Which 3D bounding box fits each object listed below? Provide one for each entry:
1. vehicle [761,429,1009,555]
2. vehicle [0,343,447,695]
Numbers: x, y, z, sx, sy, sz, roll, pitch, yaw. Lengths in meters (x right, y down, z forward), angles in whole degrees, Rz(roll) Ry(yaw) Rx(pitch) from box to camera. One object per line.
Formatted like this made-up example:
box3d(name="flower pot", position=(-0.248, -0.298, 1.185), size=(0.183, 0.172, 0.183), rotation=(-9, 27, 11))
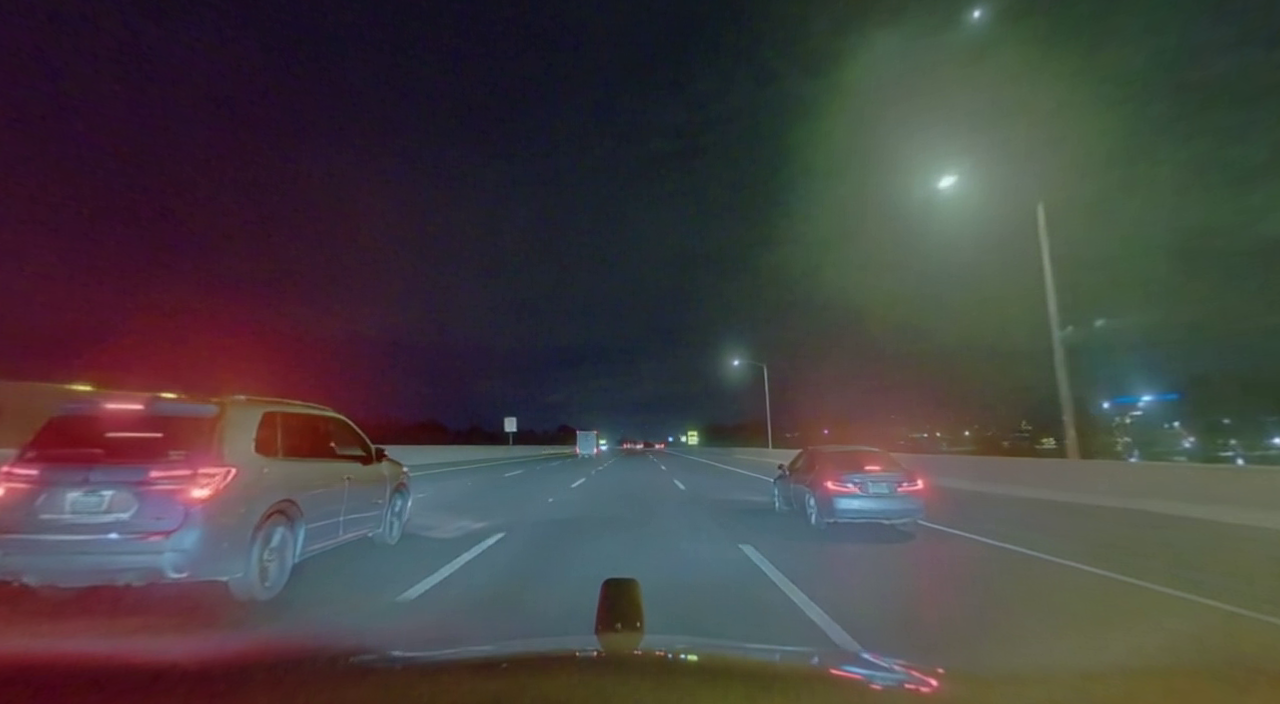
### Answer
box3d(name="vehicle", position=(3.513, 2.118, 10.305), size=(2.047, 1.532, 4.884), rotation=(0, -9, -1))
box3d(name="vehicle", position=(-3.952, 1.281, 6.169), size=(2.285, 1.853, 5.564), rotation=(0, -9, 1))
